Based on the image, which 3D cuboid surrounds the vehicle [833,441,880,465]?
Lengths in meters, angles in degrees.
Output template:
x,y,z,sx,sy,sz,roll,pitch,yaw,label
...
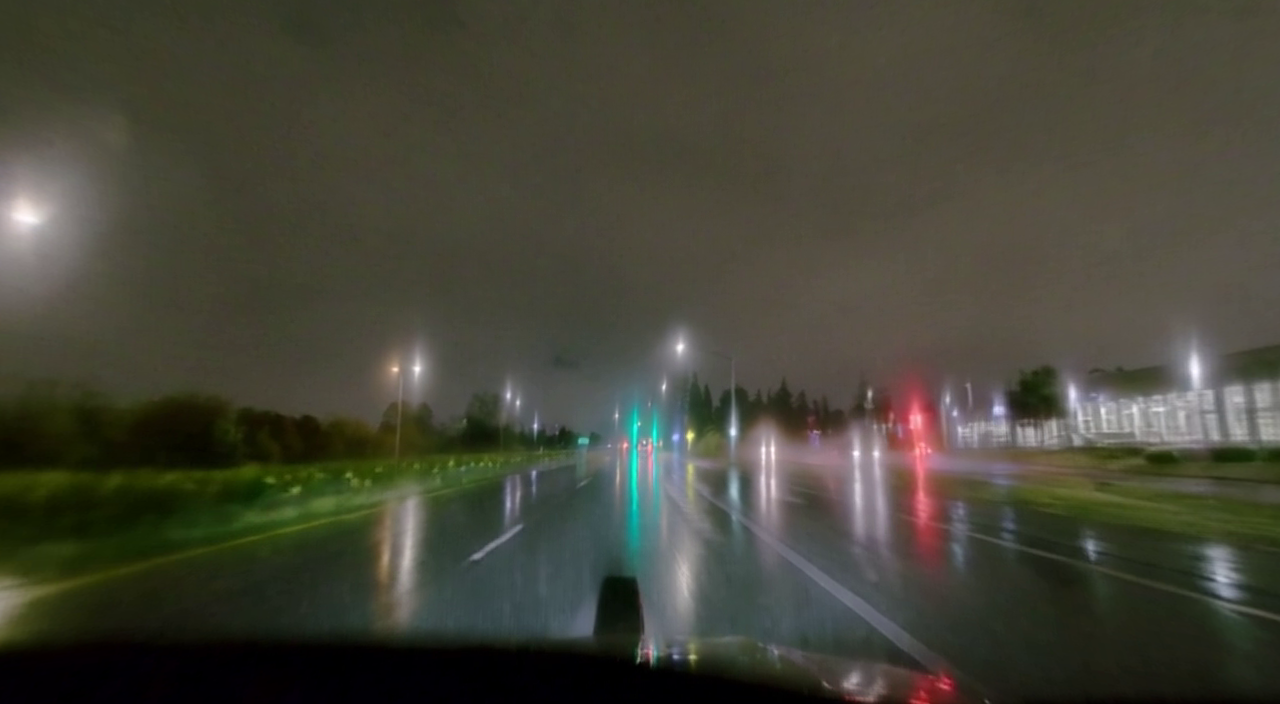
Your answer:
x,y,z,sx,sy,sz,roll,pitch,yaw,label
16.415,7.683,47.975,2.037,1.718,4.610,0,-9,1,vehicle
